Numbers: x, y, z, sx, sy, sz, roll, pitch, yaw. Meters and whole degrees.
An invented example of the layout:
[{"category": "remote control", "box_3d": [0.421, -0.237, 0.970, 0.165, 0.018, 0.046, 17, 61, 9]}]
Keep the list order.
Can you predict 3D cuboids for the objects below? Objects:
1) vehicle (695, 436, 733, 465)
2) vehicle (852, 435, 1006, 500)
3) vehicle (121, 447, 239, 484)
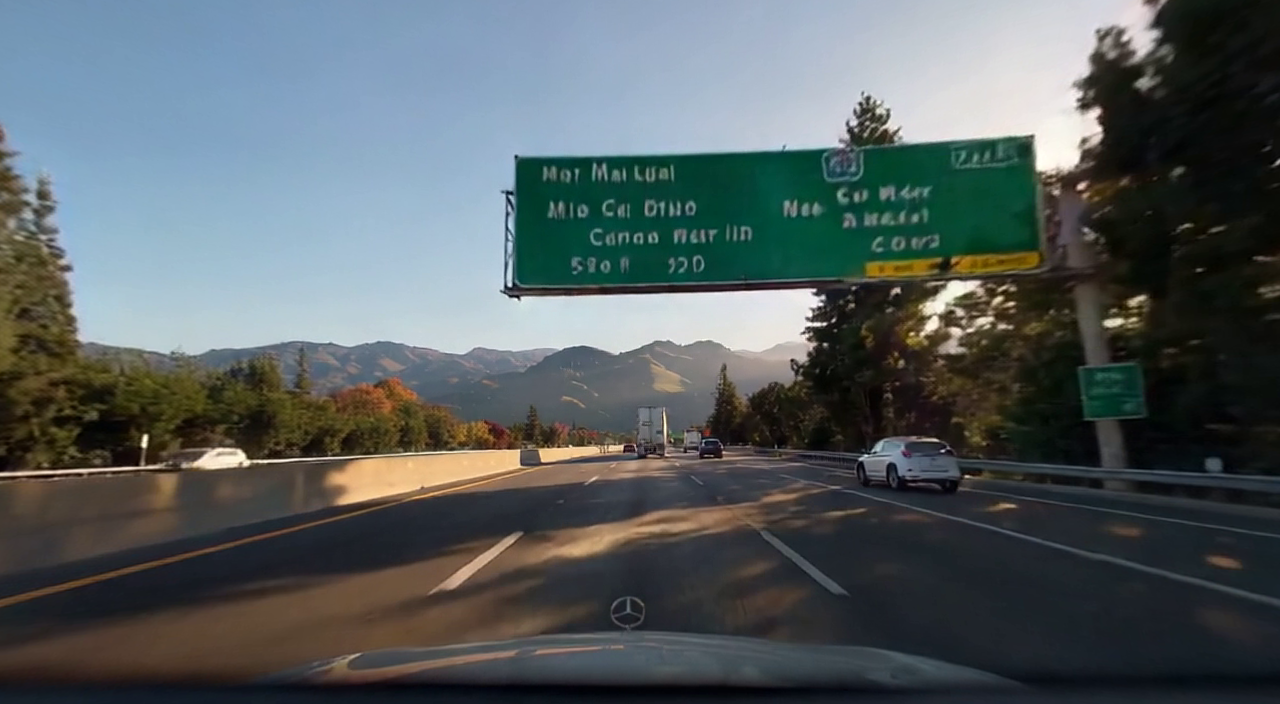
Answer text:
[{"category": "vehicle", "box_3d": [4.466, 5.976, 38.423, 1.880, 1.624, 3.941, 0, -8, 0]}, {"category": "vehicle", "box_3d": [7.143, 2.883, 16.159, 1.982, 1.440, 4.171, 0, -8, 1]}, {"category": "vehicle", "box_3d": [-22.896, 5.634, 31.683, 2.032, 1.684, 5.065, 0, -8, 1]}]
